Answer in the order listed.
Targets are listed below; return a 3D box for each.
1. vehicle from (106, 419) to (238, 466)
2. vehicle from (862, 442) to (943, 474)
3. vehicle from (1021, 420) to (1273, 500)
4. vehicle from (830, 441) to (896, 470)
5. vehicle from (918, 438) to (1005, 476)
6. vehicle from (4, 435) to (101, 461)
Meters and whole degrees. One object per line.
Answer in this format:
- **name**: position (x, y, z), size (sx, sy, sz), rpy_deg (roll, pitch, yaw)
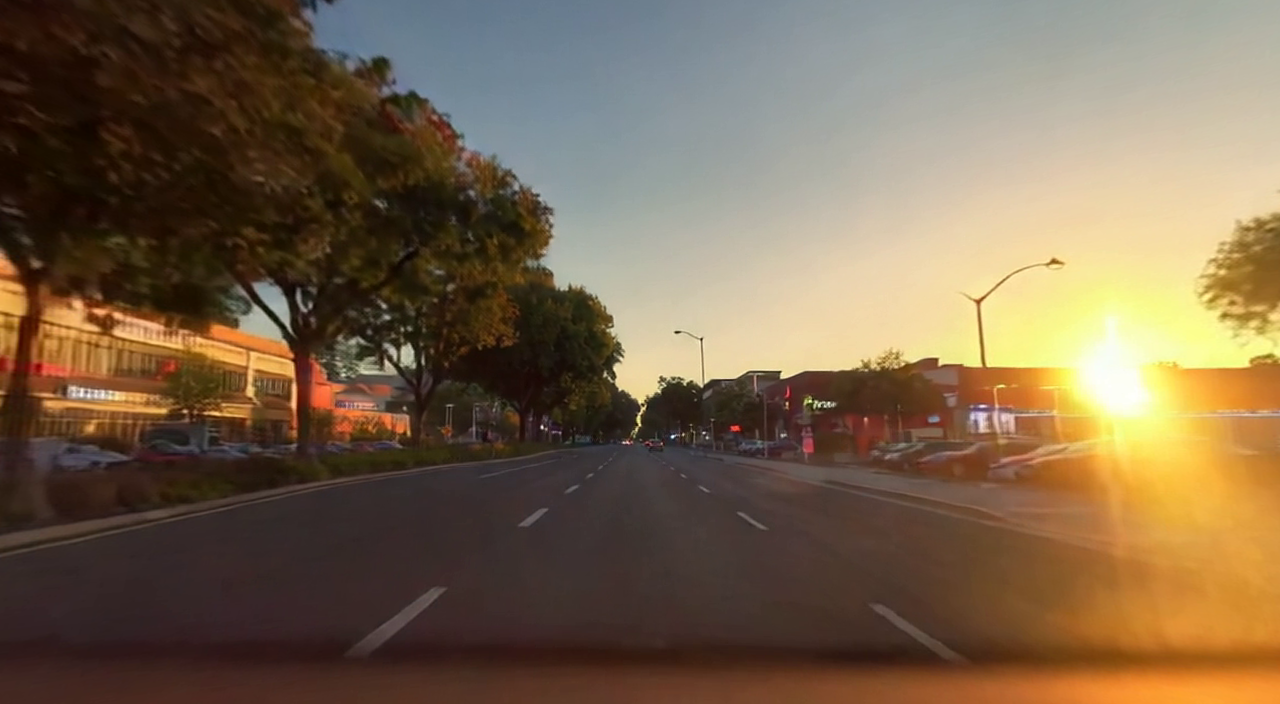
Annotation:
- **vehicle**: position (-31.324, 6.065, 42.500), size (6.892, 2.879, 2.222), rpy_deg (-1, -8, -3)
- **vehicle**: position (12.973, 5.242, 31.486), size (1.865, 1.434, 4.373), rpy_deg (1, -8, -5)
- **vehicle**: position (14.872, 3.217, 19.229), size (2.189, 1.951, 5.828), rpy_deg (0, -9, -9)
- **vehicle**: position (12.717, 5.948, 36.407), size (1.928, 1.465, 4.874), rpy_deg (-2, -9, -1)
- **vehicle**: position (15.712, 5.128, 31.155), size (1.893, 1.727, 4.285), rpy_deg (0, -8, -2)
- **vehicle**: position (-42.204, 6.882, 45.466), size (4.838, 1.781, 1.986), rpy_deg (1, -8, -3)
